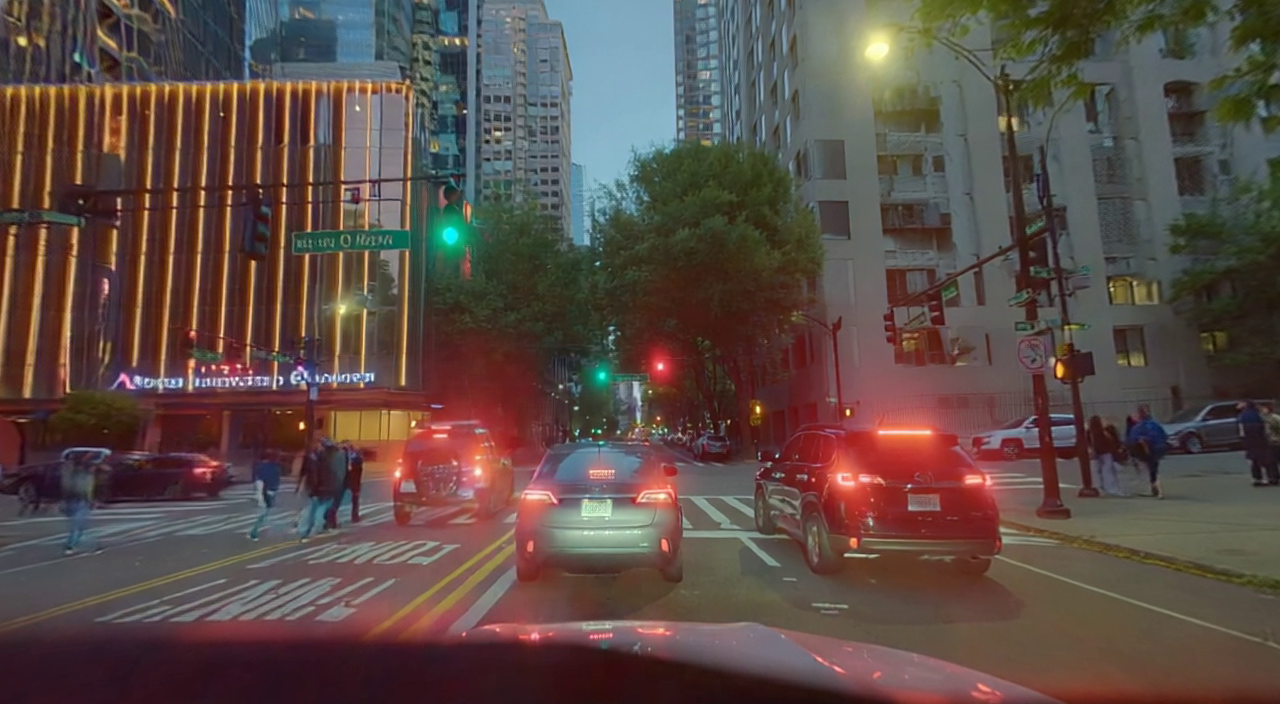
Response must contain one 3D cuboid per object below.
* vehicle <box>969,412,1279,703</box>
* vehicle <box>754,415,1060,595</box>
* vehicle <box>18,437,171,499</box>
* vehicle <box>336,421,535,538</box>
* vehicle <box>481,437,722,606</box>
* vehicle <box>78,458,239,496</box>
[{"bbox_3d":[2.743,0.806,1.113,1.902,1.454,4.540,0,-8,0],"label":"vehicle"},{"bbox_3d":[3.042,1.847,8.619,2.072,1.735,4.759,0,-8,0],"label":"vehicle"},{"bbox_3d":[-30.873,6.519,35.930,5.896,3.276,2.809,1,-8,1],"label":"vehicle"},{"bbox_3d":[-3.689,2.412,12.691,2.190,1.840,5.272,0,-8,0],"label":"vehicle"},{"bbox_3d":[-0.362,1.786,7.640,2.092,1.454,4.132,0,-8,-1],"label":"vehicle"},{"bbox_3d":[-20.228,5.249,26.709,5.153,1.449,1.966,0,-8,0],"label":"vehicle"}]
